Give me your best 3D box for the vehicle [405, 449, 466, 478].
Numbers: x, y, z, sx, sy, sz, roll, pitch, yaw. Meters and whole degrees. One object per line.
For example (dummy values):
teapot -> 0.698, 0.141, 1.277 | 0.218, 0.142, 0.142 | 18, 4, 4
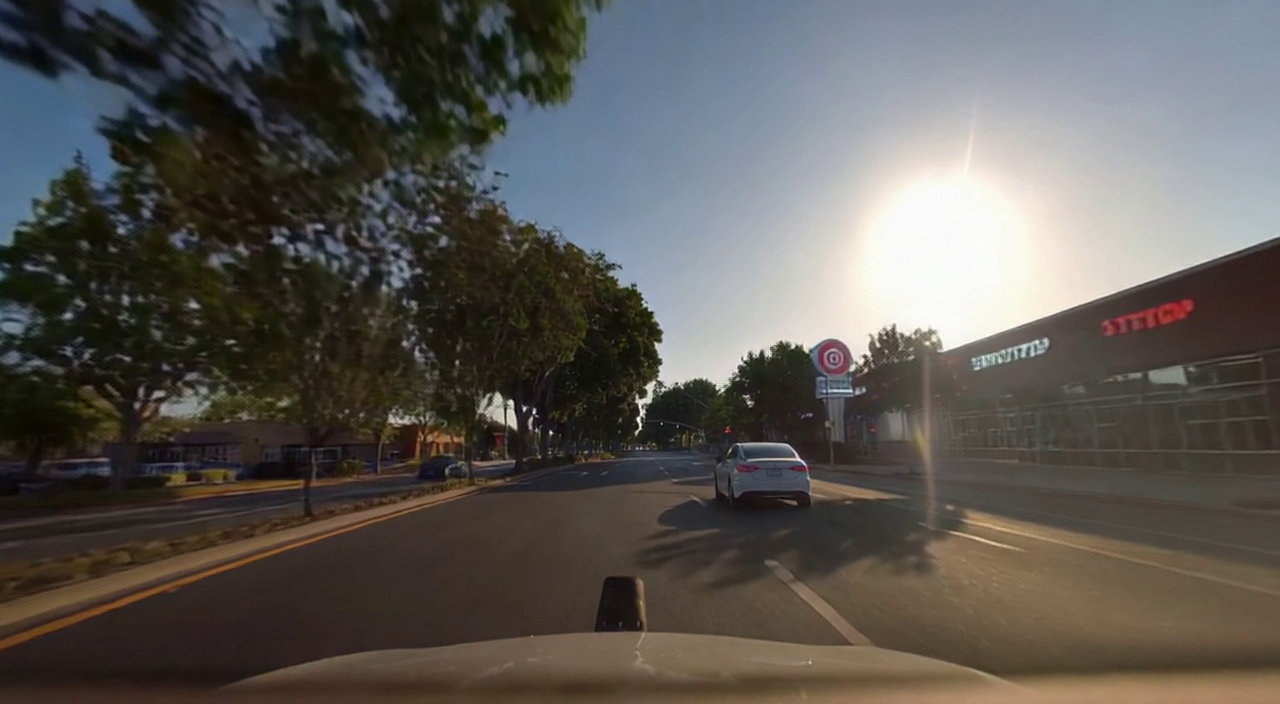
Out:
vehicle -> -11.540, 6.299, 35.749 | 1.944, 1.512, 4.278 | 0, -9, 1

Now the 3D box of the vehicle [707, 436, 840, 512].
vehicle -> 2.852, 2.728, 14.610 | 2.015, 1.479, 4.444 | 0, -9, -1

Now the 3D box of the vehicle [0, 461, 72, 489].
vehicle -> -40.785, 8.115, 41.604 | 4.421, 1.675, 2.042 | 0, -9, -1
